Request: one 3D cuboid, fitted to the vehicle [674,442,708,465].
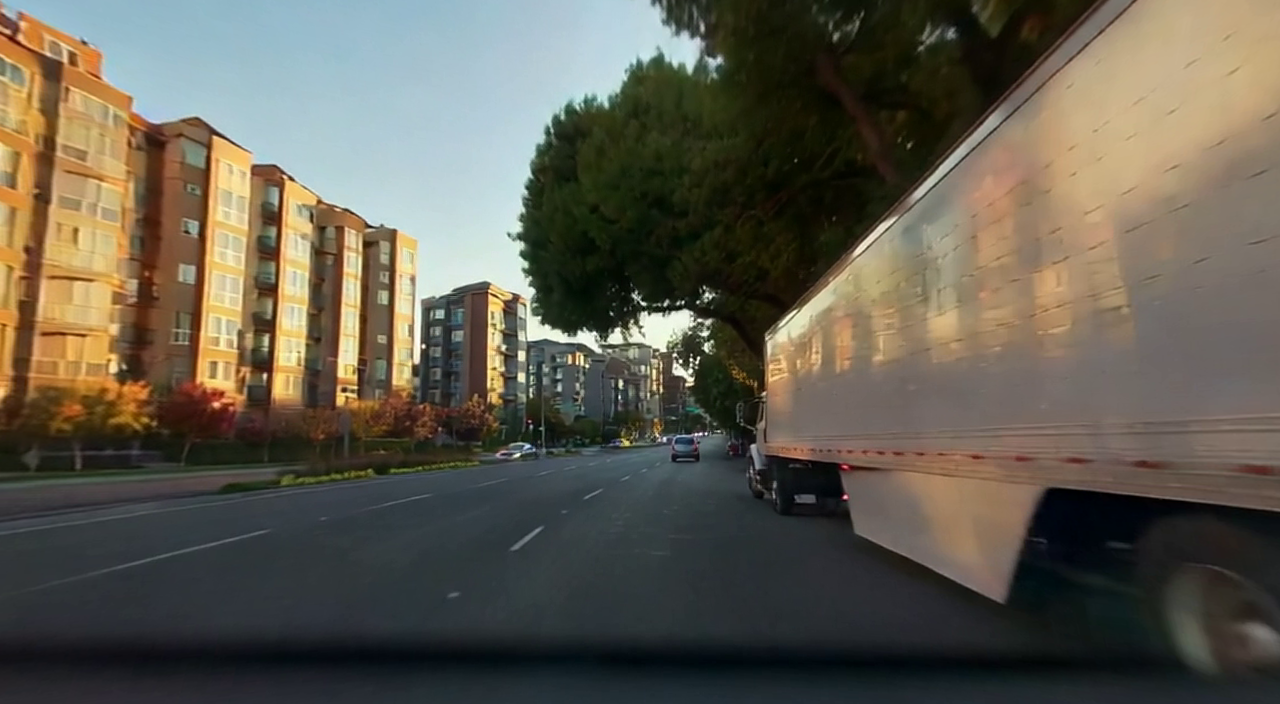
[{"bbox_3d":[3.405,6.646,41.443,1.871,1.370,4.206,-2,-8,9],"label":"vehicle"}]

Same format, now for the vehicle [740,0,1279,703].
[{"bbox_3d":[3.764,0.466,7.782,3.157,3.982,13.307,0,-8,1],"label":"vehicle"}]
